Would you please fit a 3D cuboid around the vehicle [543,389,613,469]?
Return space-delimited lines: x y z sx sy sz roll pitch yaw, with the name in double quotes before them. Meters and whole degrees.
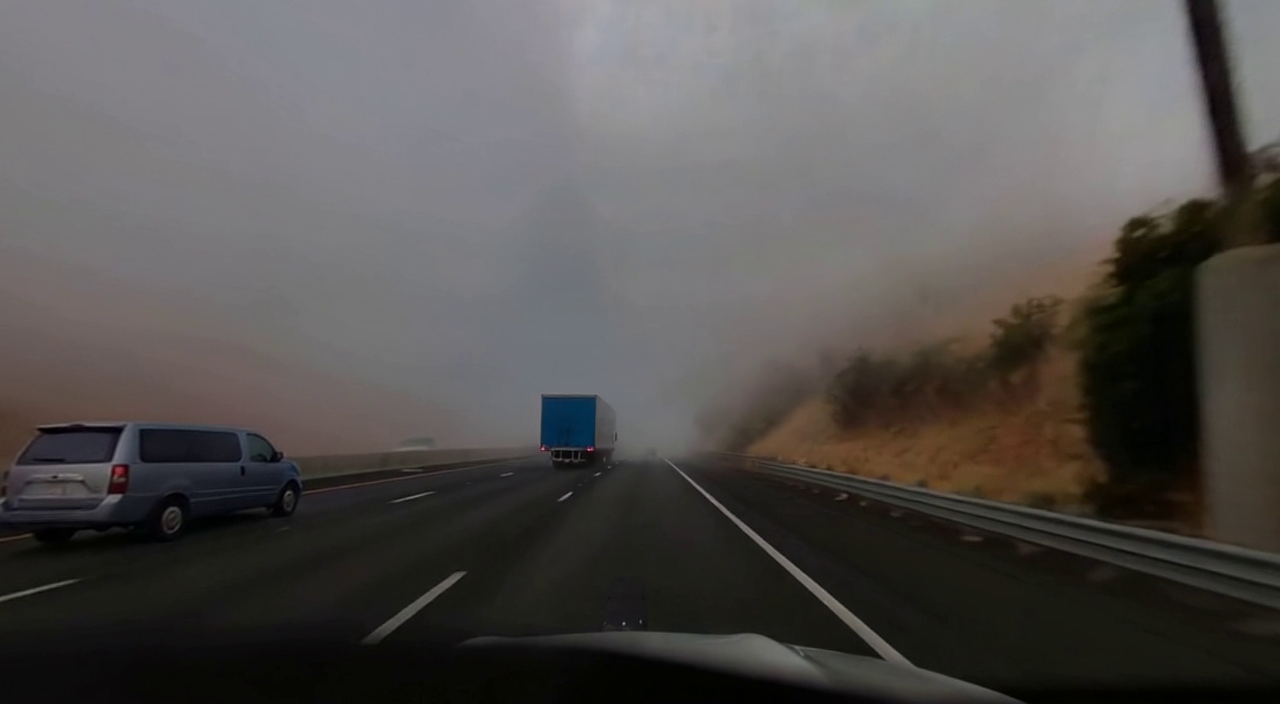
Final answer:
"vehicle" -3.458 5.027 39.740 2.893 4.073 15.281 0 -8 0

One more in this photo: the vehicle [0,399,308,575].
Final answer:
"vehicle" -7.471 1.816 9.377 2.175 1.860 5.236 0 -8 0
